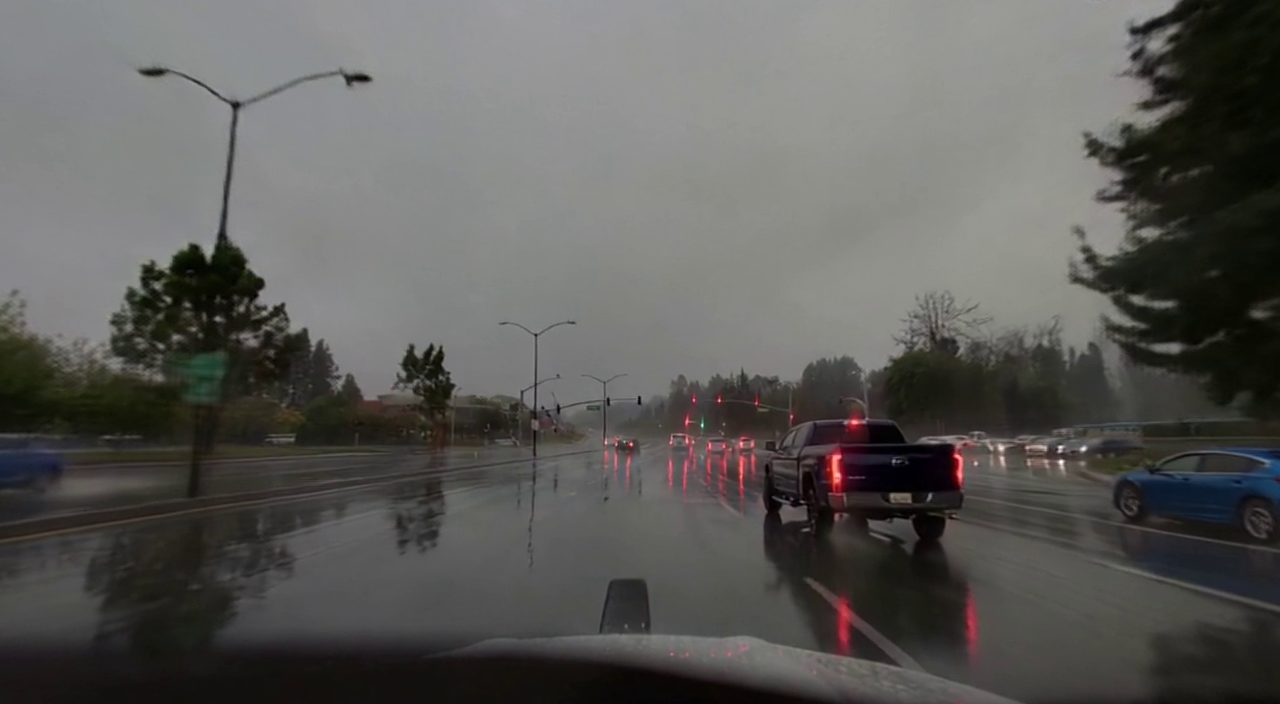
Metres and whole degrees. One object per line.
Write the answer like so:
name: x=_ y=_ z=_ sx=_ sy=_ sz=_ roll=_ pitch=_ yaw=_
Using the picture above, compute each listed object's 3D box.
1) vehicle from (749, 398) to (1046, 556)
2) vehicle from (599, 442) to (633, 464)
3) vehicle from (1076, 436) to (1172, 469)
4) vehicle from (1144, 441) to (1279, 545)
vehicle: x=3.427 y=1.840 z=10.076 sx=2.333 sy=1.777 sz=5.713 roll=0 pitch=-8 yaw=0
vehicle: x=-1.662 y=7.225 z=45.247 sx=1.958 sy=1.542 sz=4.175 roll=-1 pitch=-8 yaw=5
vehicle: x=25.028 y=5.176 z=32.617 sx=3.945 sy=1.618 sz=1.919 roll=3 pitch=-9 yaw=-19
vehicle: x=10.432 y=2.118 z=9.477 sx=1.963 sy=1.513 sz=4.600 roll=0 pitch=-8 yaw=1
